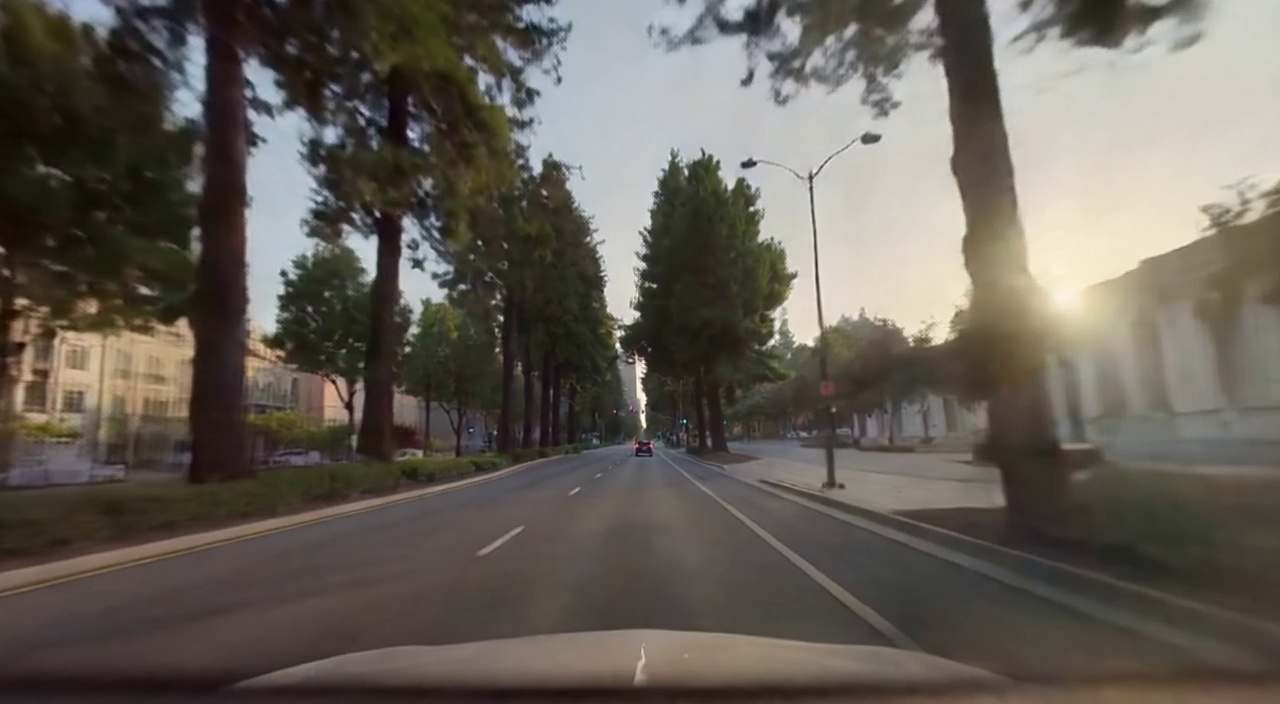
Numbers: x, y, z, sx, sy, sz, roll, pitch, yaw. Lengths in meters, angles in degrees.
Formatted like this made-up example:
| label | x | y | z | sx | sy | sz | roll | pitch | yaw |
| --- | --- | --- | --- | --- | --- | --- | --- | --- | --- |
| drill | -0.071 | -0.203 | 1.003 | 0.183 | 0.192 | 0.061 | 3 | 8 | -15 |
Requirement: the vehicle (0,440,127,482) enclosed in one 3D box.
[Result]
| label | x | y | z | sx | sy | sz | roll | pitch | yaw |
| --- | --- | --- | --- | --- | --- | --- | --- | --- | --- |
| vehicle | -36.482 | 6.699 | 39.057 | 2.132 | 2.424 | 6.702 | -6 | -10 | 31 |

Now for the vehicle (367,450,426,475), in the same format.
| label | x | y | z | sx | sy | sz | roll | pitch | yaw |
| --- | --- | --- | --- | --- | --- | --- | --- | --- | --- |
| vehicle | -15.887 | 7.232 | 41.369 | 1.872 | 1.490 | 4.810 | -1 | -9 | 1 |
